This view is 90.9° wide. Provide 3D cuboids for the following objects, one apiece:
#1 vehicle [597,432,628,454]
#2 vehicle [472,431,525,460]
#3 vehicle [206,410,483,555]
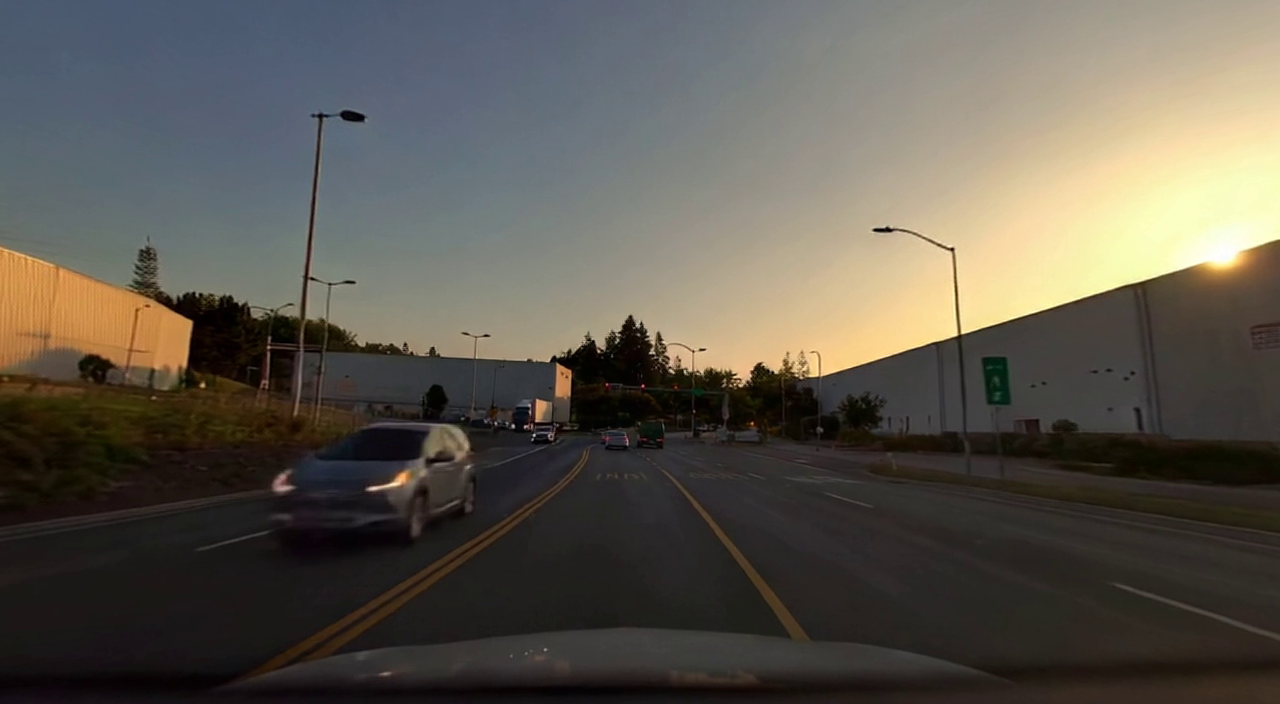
[{"bbox_3d":[-1.943,6.344,44.014,2.060,1.491,3.873,0,-8,-3],"label":"vehicle"},{"bbox_3d":[-7.743,5.156,34.908,2.028,1.495,4.532,0,-8,-2],"label":"vehicle"},{"bbox_3d":[-3.712,1.684,8.853,2.003,1.562,3.862,0,-8,0],"label":"vehicle"}]
